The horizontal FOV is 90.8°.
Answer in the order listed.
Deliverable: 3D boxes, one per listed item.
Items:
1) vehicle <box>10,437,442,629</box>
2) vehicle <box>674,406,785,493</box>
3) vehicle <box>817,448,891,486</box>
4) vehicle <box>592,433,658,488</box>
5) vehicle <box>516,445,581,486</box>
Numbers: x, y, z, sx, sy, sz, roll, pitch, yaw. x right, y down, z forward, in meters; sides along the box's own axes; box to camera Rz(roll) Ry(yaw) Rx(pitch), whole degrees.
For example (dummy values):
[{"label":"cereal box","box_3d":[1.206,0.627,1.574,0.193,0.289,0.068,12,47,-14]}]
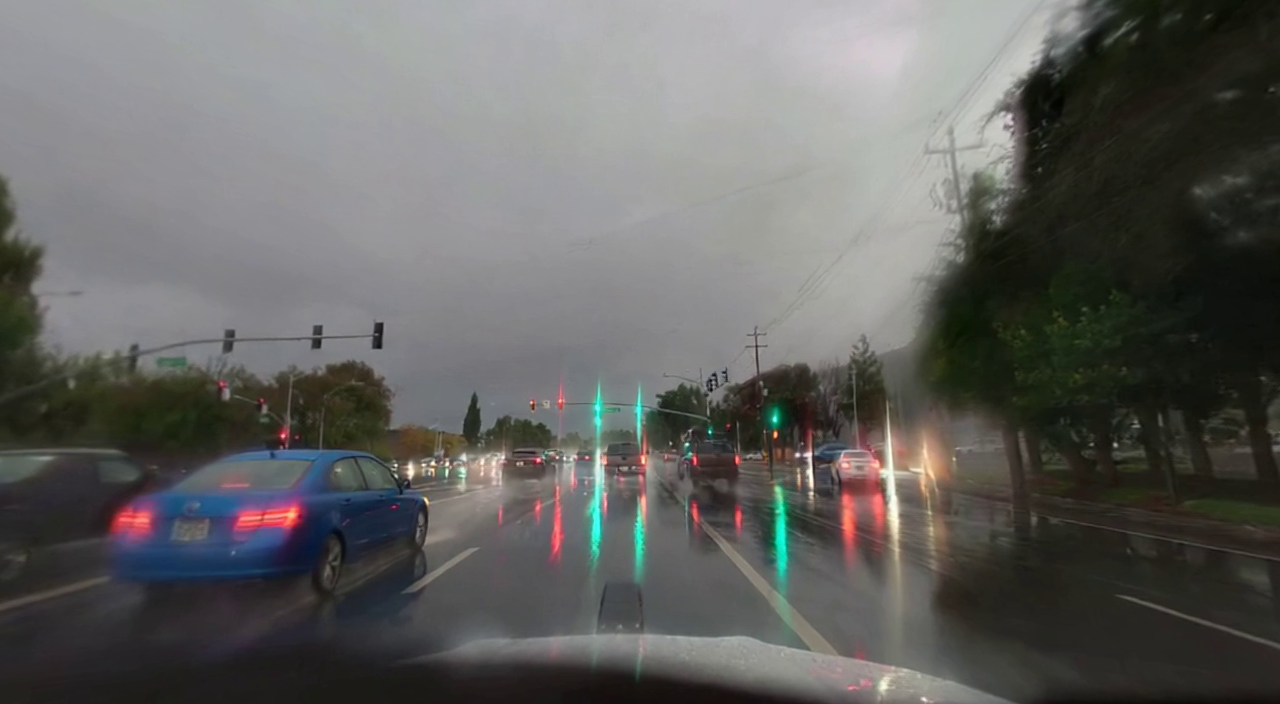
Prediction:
[{"label":"vehicle","box_3d":[-3.979,1.769,7.295,1.939,1.494,4.499,0,-9,0]},{"label":"vehicle","box_3d":[2.931,3.502,22.816,2.905,2.636,6.895,0,-9,-1]},{"label":"vehicle","box_3d":[9.052,4.884,27.096,2.212,1.466,4.126,-1,-9,8]},{"label":"vehicle","box_3d":[-0.560,4.752,28.042,2.643,2.145,5.585,0,-8,1]},{"label":"vehicle","box_3d":[-4.175,5.258,29.627,2.273,1.749,4.385,0,-9,1]}]
